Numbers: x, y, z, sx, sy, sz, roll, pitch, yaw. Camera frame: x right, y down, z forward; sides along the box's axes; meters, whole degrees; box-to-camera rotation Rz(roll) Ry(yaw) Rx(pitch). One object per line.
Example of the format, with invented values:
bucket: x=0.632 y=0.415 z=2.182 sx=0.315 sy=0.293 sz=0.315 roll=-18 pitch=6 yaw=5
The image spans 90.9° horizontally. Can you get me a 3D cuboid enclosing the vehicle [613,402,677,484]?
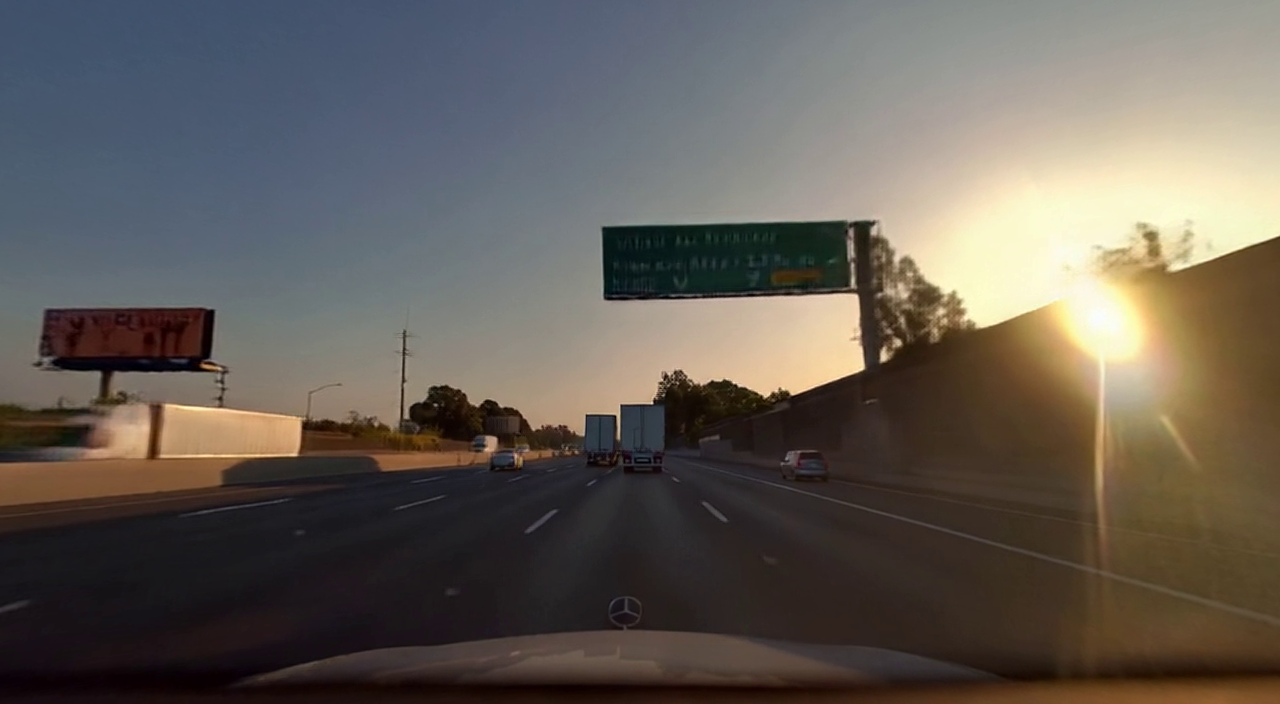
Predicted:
vehicle: x=0.174 y=5.103 z=36.967 sx=3.054 sy=3.944 sz=11.230 roll=-2 pitch=-6 yaw=-1

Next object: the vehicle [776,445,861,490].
vehicle: x=6.819 y=4.424 z=24.583 sx=1.969 sy=1.560 sz=4.394 roll=0 pitch=-8 yaw=-1

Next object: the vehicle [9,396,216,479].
vehicle: x=-25.435 y=4.243 z=31.205 sx=3.022 sy=3.551 sz=8.023 roll=-1 pitch=-8 yaw=2

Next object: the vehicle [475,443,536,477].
vehicle: x=-6.726 y=5.430 z=31.978 sx=1.992 sy=1.547 sz=4.673 roll=0 pitch=-8 yaw=1
